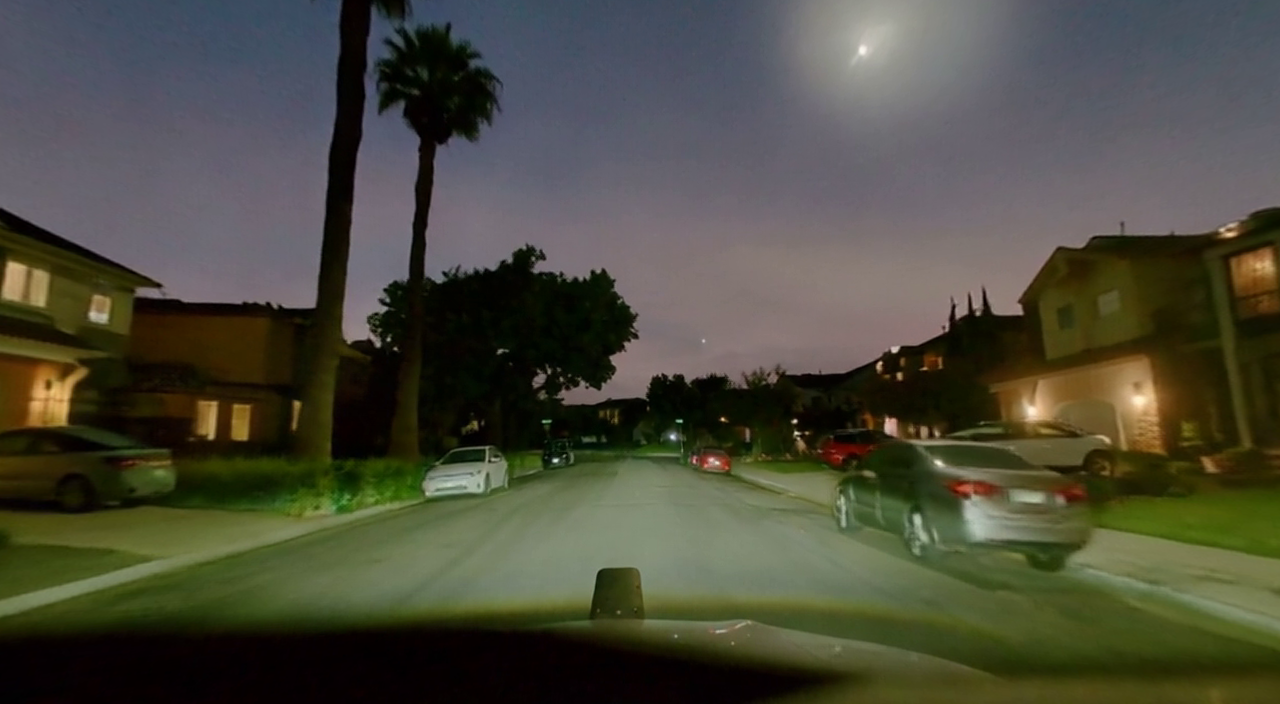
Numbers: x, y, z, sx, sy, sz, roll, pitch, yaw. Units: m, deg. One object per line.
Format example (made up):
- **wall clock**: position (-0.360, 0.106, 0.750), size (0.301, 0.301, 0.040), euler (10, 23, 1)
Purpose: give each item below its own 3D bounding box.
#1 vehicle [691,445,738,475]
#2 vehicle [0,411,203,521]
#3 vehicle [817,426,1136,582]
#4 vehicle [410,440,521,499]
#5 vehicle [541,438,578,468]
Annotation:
- **vehicle**: position (3.889, 5.710, 33.693), size (1.867, 1.480, 4.678), euler (0, -8, 0)
- **vehicle**: position (-10.974, 1.997, 11.635), size (4.314, 1.594, 1.852), euler (5, -8, -1)
- **vehicle**: position (4.012, 1.858, 8.544), size (1.987, 1.567, 4.112), euler (0, -8, -1)
- **vehicle**: position (-4.820, 3.357, 18.252), size (2.080, 1.479, 4.531), euler (0, -10, -2)
- **vehicle**: position (-5.422, 6.693, 42.155), size (2.106, 1.914, 4.363), euler (2, -8, -11)
